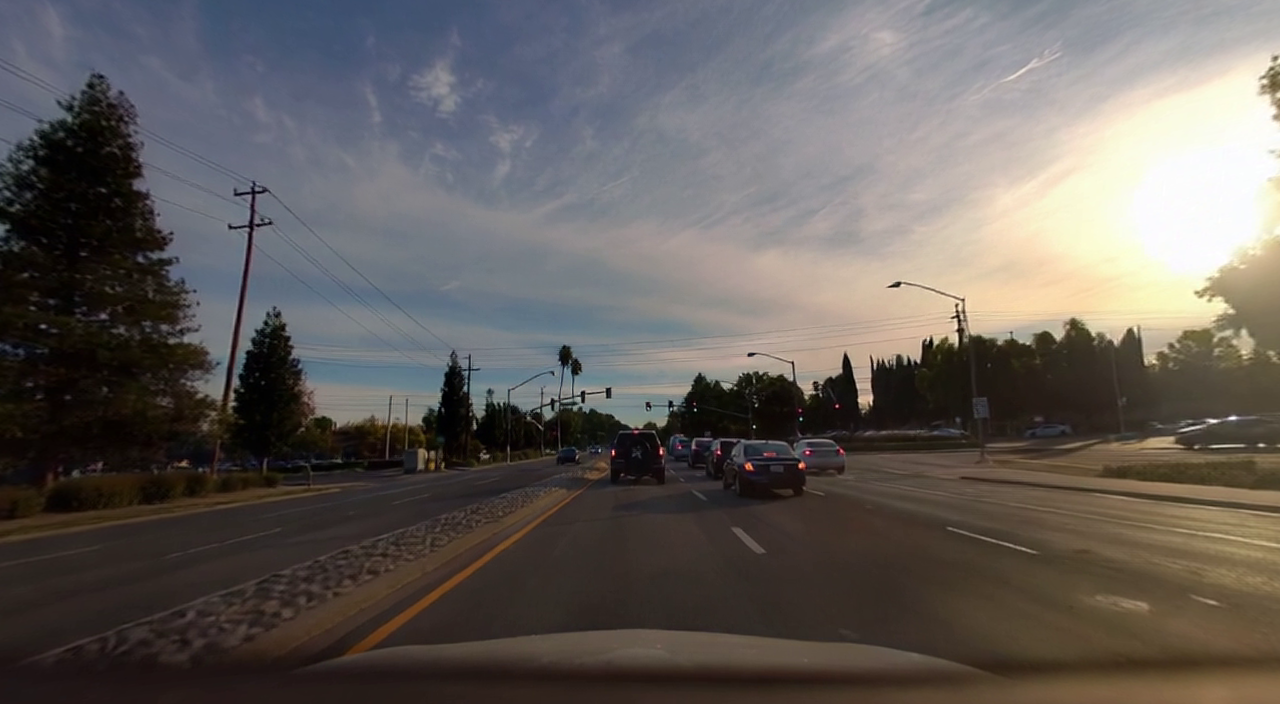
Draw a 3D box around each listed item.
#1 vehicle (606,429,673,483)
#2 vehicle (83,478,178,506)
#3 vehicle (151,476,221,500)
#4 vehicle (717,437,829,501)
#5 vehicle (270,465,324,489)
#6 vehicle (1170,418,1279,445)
[{"bbox_3d":[-0.029,3.914,23.904,2.300,1.821,4.254,0,-9,-1],"label":"vehicle"},{"bbox_3d":[-32.643,8.962,40.564,4.224,1.614,2.123,0,-9,-2],"label":"vehicle"},{"bbox_3d":[-33.198,9.949,46.249,3.637,1.483,2.007,-1,-6,1],"label":"vehicle"},{"bbox_3d":[3.379,3.061,16.993,1.984,1.462,4.513,0,-9,-1],"label":"vehicle"},{"bbox_3d":[-26.007,9.485,47.837,3.826,1.522,1.741,-8,-11,28],"label":"vehicle"},{"bbox_3d":[44.583,6.017,47.334,7.088,1.918,2.678,-6,-10,36],"label":"vehicle"}]
